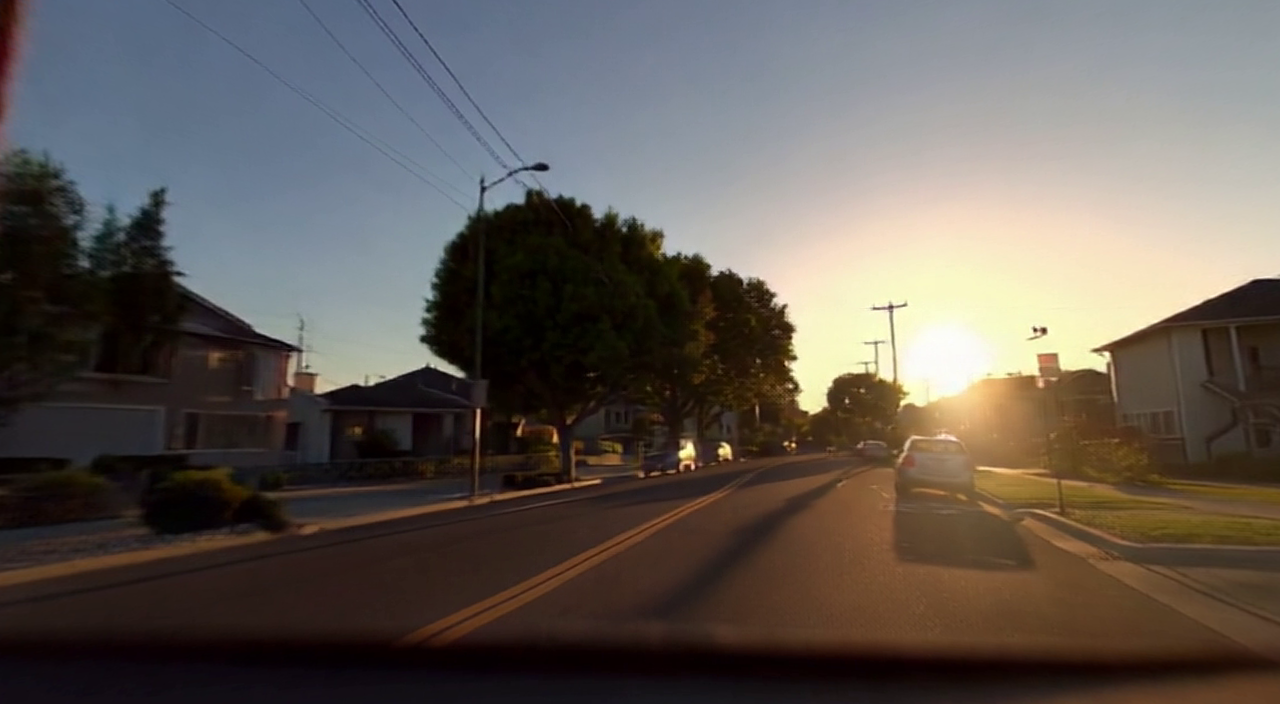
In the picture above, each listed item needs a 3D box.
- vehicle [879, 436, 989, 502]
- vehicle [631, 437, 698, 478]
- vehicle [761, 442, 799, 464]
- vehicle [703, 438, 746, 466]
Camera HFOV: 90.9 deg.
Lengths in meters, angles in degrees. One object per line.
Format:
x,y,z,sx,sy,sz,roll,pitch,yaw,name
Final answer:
7.637,3.027,16.856,2.014,1.482,4.599,-3,-9,17,vehicle
1.257,4.959,30.076,2.027,1.695,4.437,-6,-9,16,vehicle
9.750,6.953,43.582,2.079,1.441,4.541,-3,-9,18,vehicle
6.134,7.149,45.330,2.120,1.799,5.370,-4,-9,17,vehicle
